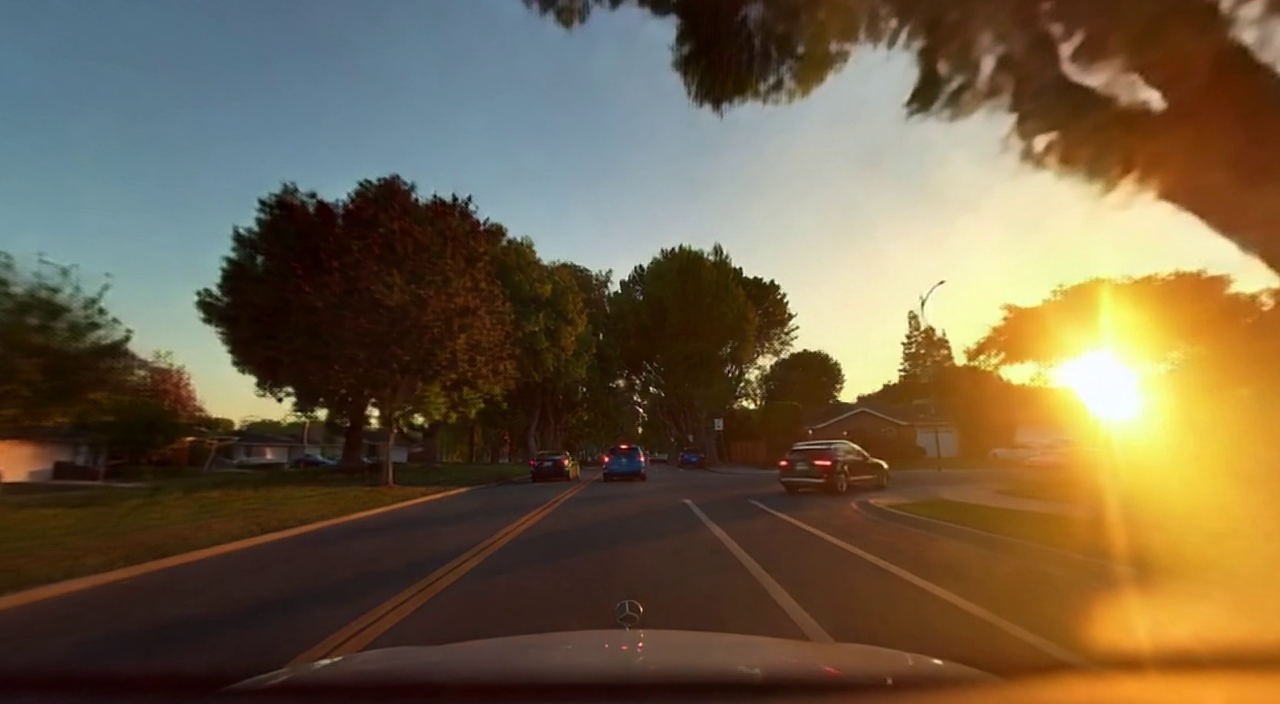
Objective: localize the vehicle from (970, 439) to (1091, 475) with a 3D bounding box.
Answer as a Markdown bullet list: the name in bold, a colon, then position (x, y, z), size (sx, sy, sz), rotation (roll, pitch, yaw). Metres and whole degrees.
- **vehicle**: position (18.990, 5.136, 30.684), size (4.532, 1.674, 2.051), rotation (0, -9, -2)

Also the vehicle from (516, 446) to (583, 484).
- **vehicle**: position (-3.648, 4.636, 26.181), size (2.032, 1.433, 4.458), rotation (0, -9, 1)

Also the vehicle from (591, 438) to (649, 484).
- **vehicle**: position (-0.725, 4.477, 26.032), size (2.220, 1.742, 4.047), rotation (0, -9, 1)

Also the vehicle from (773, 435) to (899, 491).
- **vehicle**: position (6.819, 3.739, 21.515), size (2.192, 1.677, 4.820), rotation (-8, -12, 42)

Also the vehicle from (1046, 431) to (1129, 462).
- **vehicle**: position (26.575, 5.632, 37.433), size (1.838, 1.770, 4.201), rotation (0, -9, 1)
